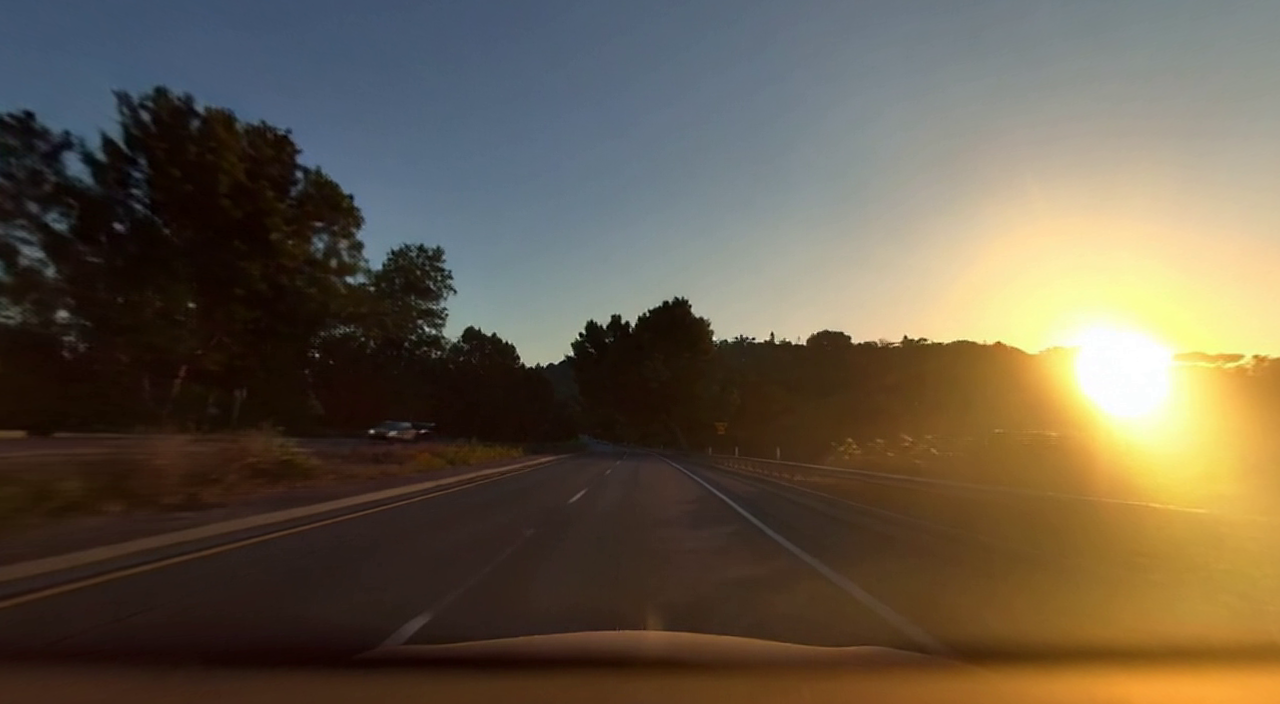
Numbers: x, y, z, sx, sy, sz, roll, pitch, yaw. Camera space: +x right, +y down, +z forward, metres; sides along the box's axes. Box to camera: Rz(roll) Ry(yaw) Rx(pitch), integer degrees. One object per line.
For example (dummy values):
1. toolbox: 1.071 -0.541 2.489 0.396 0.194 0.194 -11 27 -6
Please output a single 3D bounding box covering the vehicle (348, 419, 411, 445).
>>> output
1. vehicle: -18.204 5.696 44.164 2.039 1.677 5.323 0 -9 1
